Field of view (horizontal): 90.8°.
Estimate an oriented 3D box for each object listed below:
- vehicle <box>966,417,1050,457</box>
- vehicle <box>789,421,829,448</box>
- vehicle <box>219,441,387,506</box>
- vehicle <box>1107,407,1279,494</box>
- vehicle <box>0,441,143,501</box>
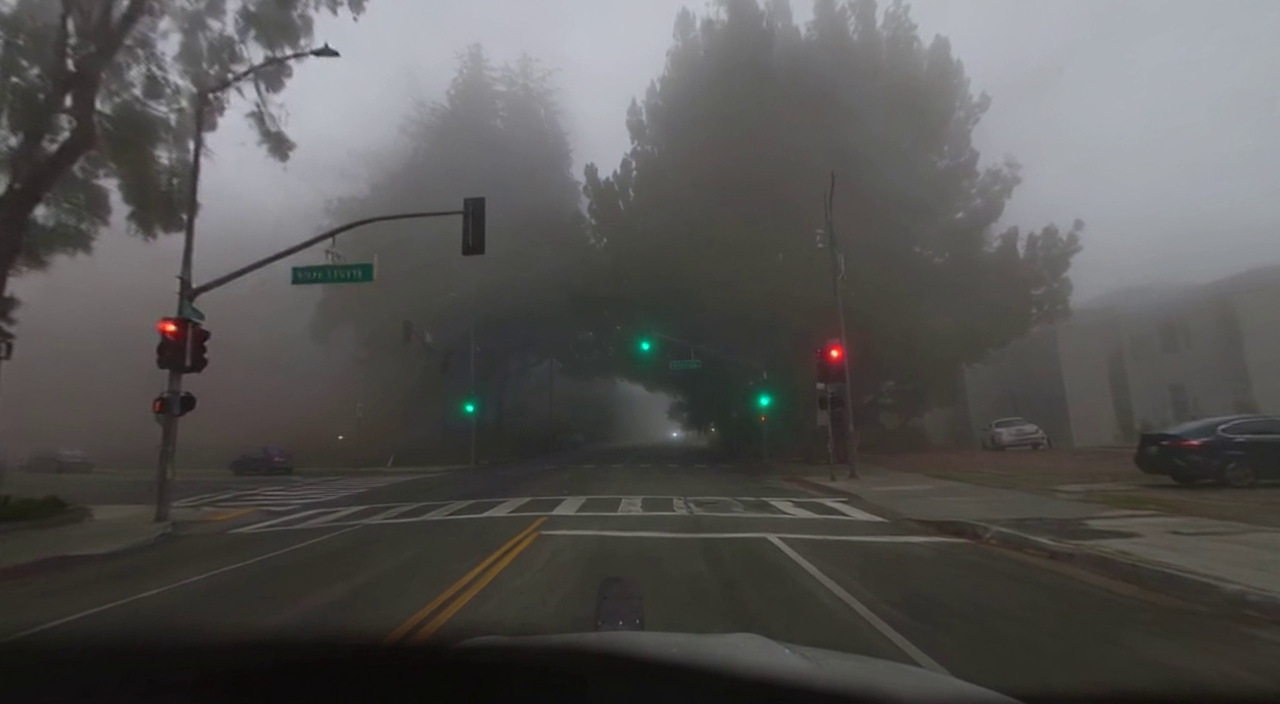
[{"bbox_3d":[17.075,4.033,29.568,2.013,1.722,4.007,-2,-9,10],"label":"vehicle"},{"bbox_3d":[11.467,5.663,43.116,1.950,1.714,4.245,-1,-9,6],"label":"vehicle"},{"bbox_3d":[-9.304,3.363,17.479,4.135,1.424,1.945,-9,-11,23],"label":"vehicle"},{"bbox_3d":[12.752,1.926,12.848,4.908,1.521,2.108,-2,-8,-5],"label":"vehicle"},{"bbox_3d":[-20.103,3.966,21.274,4.804,1.842,2.171,0,-8,-1],"label":"vehicle"}]
